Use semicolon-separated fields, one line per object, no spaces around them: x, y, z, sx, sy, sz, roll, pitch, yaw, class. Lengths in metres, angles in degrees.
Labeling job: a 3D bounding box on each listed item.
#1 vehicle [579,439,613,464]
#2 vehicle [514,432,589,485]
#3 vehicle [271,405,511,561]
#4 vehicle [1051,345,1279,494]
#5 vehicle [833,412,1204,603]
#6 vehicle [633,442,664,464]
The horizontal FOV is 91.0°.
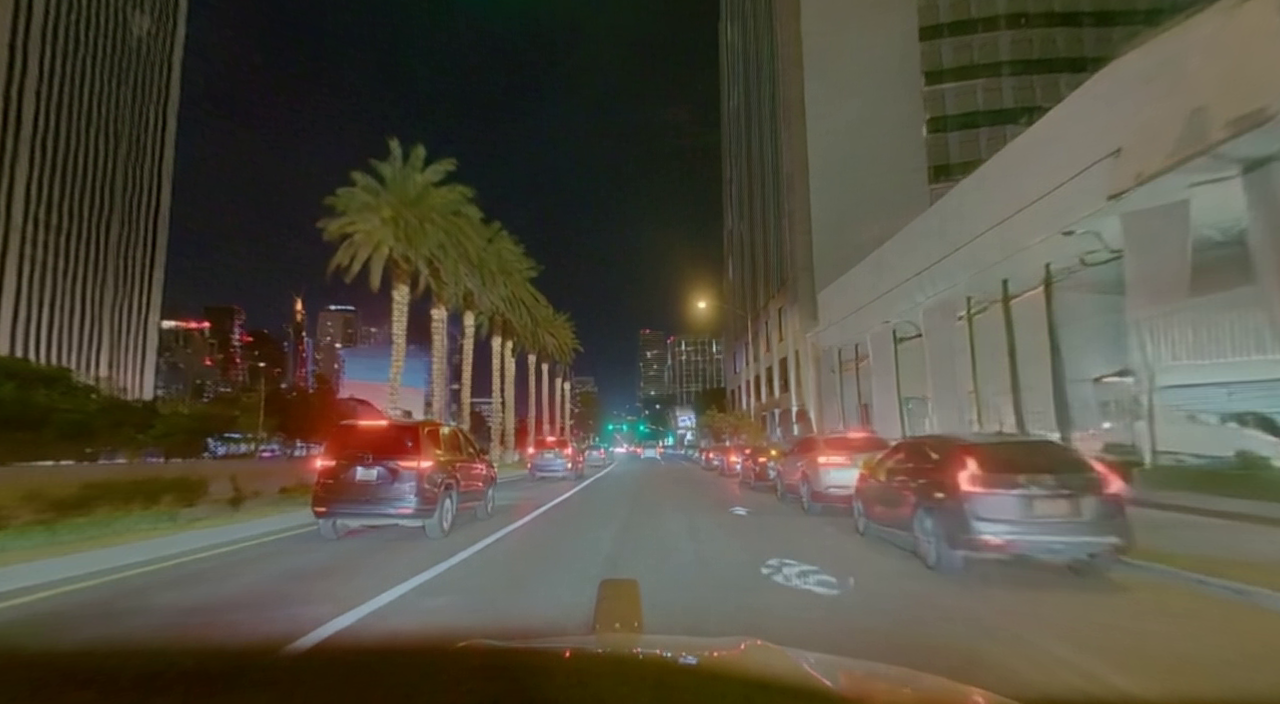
-2.960;6.811;43.303;1.955;1.637;4.243;0;-8;1;vehicle
-3.121;3.850;23.135;2.014;1.740;4.392;0;-8;1;vehicle
-3.338;1.833;9.500;1.800;1.797;4.224;0;-8;1;vehicle
16.430;1.629;15.253;10.428;3.452;2.869;-6;-10;36;vehicle
4.237;1.784;8.285;1.965;1.735;4.835;0;-8;2;vehicle
0.564;7.069;44.218;2.036;1.461;3.890;0;-8;-1;vehicle
